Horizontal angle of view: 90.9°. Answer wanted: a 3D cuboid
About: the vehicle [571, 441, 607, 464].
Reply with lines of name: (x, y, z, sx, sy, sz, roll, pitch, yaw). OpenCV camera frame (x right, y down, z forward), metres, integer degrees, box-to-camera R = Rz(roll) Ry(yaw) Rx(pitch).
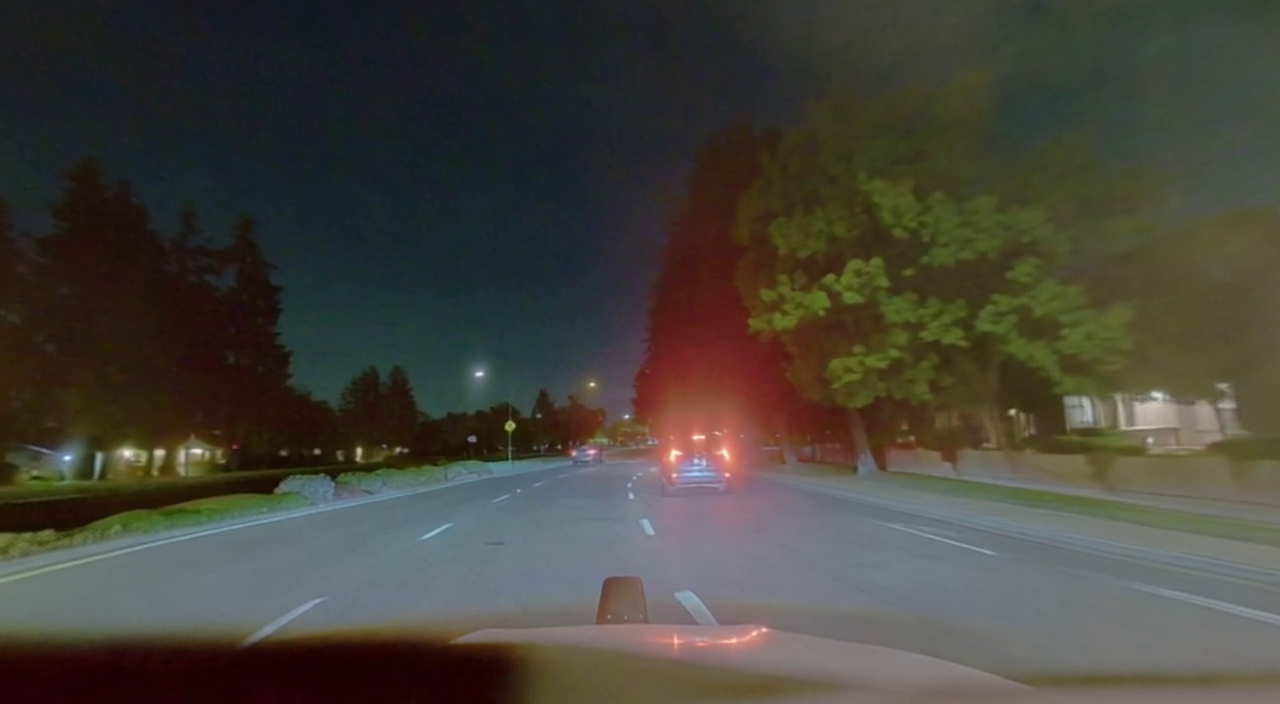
vehicle: (-3.956, 7.932, 49.960, 2.063, 1.721, 4.261, -1, -9, 6)

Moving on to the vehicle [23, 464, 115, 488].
vehicle: (-39.137, 8.503, 43.277, 4.283, 1.478, 2.003, 0, -9, -4)

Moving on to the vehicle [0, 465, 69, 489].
vehicle: (-39.624, 8.107, 40.832, 3.339, 1.383, 1.865, 1, -8, -7)

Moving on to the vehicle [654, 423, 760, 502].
vehicle: (1.626, 2.962, 17.246, 2.141, 1.833, 4.704, 0, -8, -3)
